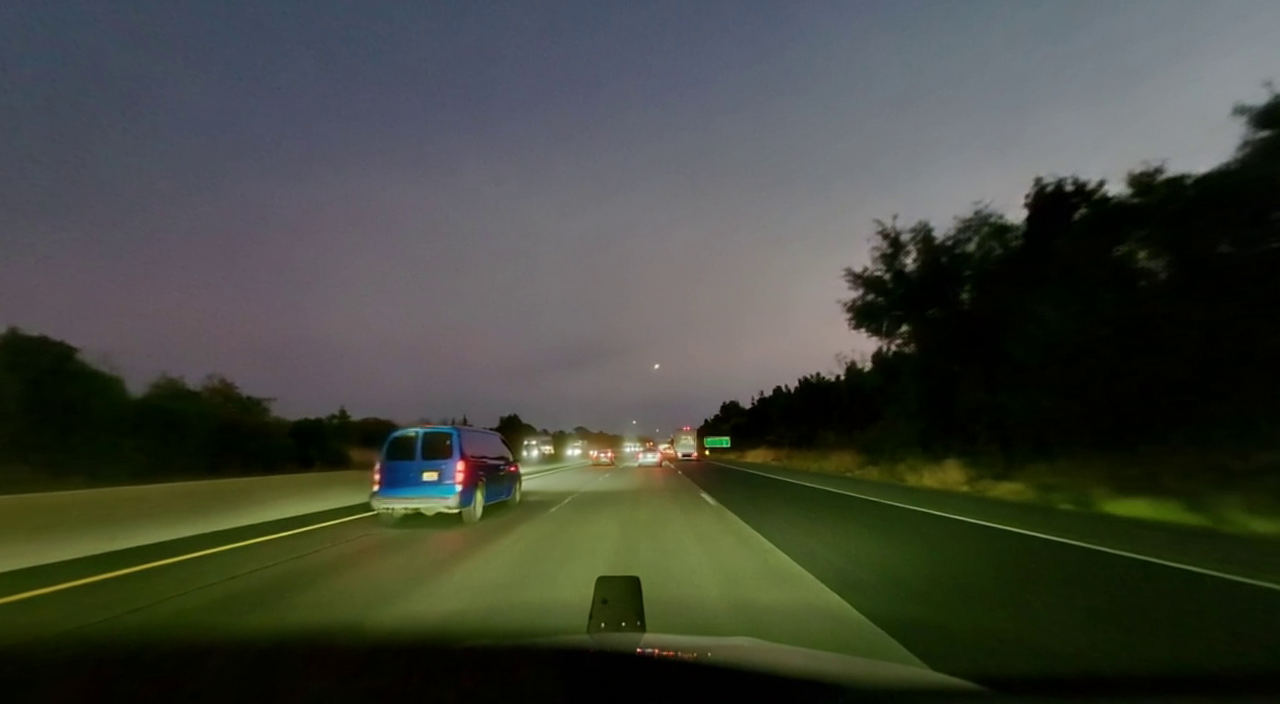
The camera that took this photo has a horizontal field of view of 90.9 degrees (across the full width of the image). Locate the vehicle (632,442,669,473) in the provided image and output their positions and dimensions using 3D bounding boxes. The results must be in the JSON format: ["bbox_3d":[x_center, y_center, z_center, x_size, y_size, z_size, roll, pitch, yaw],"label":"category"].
[{"bbox_3d":[0.643,6.598,39.707,2.209,1.825,4.036,0,-9,1],"label":"vehicle"}]

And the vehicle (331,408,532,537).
[{"bbox_3d":[-3.711,2.279,12.481,2.167,1.991,5.062,0,-9,1],"label":"vehicle"}]
